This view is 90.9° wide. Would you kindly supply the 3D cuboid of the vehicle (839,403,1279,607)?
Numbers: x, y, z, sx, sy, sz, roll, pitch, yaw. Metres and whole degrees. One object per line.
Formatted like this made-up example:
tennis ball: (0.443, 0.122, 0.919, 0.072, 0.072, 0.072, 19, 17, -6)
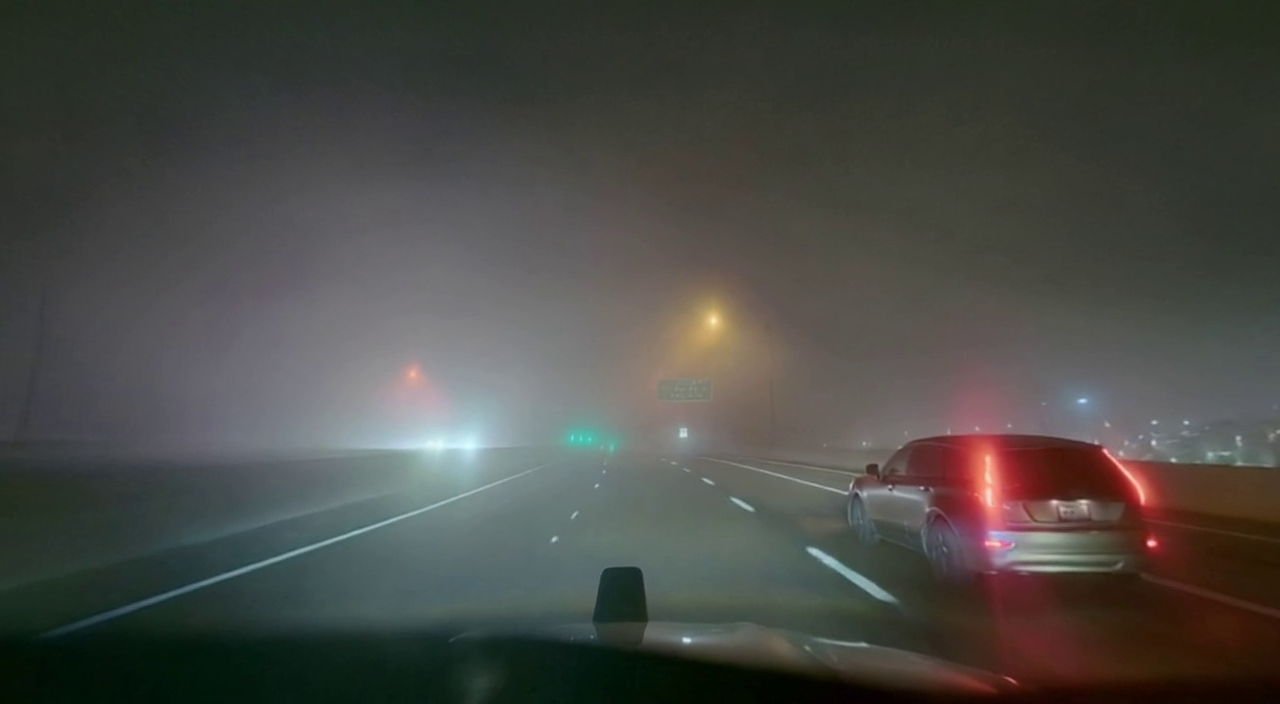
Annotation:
vehicle: (4.135, 1.500, 7.321, 2.104, 1.575, 4.698, 0, -7, 0)
